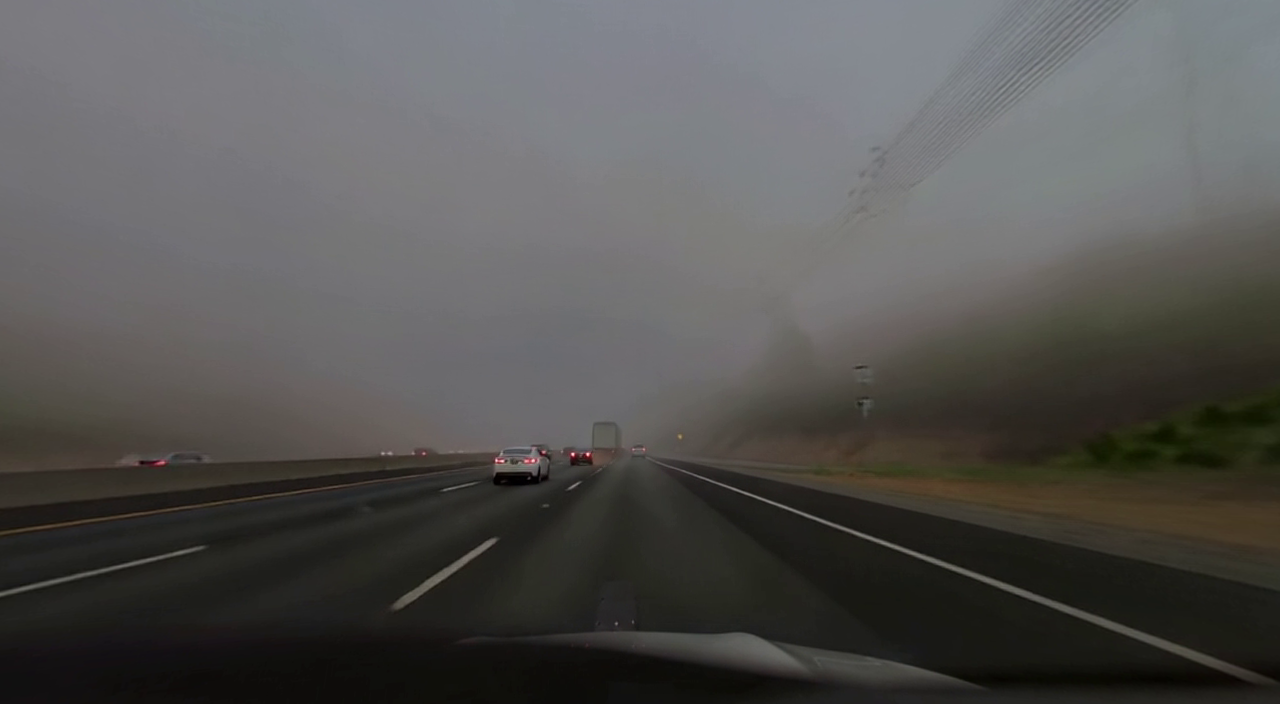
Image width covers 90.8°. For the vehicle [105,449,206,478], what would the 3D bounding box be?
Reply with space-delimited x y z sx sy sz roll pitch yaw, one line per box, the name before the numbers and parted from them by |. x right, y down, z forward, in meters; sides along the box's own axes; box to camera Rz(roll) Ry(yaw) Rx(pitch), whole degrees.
vehicle | -26.102 6.000 34.276 1.841 1.449 4.570 0 -9 0

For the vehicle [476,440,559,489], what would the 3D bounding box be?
vehicle | -4.143 3.868 22.093 1.963 1.533 4.477 0 -9 0
